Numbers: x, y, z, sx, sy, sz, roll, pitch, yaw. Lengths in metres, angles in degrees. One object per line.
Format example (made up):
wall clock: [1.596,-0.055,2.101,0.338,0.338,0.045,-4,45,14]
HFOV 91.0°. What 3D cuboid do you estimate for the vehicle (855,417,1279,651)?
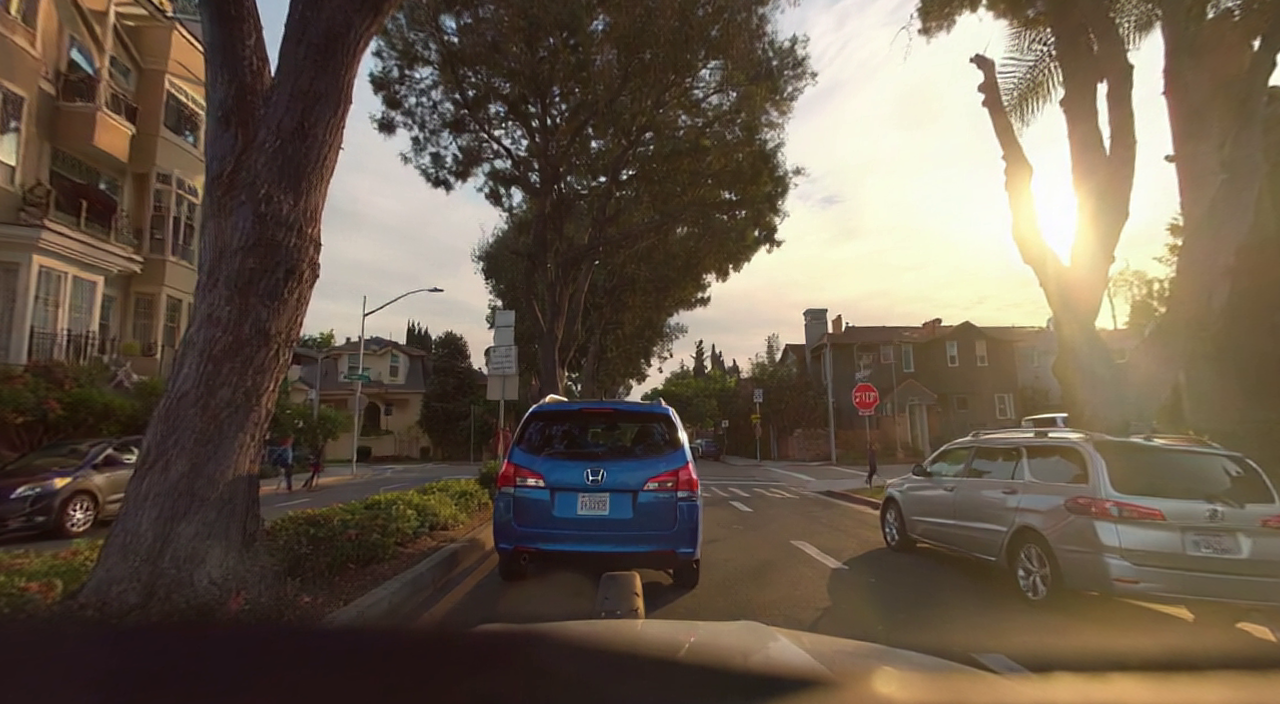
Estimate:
vehicle: [4.217,1.680,6.908,1.959,1.581,4.731,4,-9,-2]

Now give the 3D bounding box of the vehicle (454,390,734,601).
vehicle: [-0.402,1.569,7.768,2.377,1.787,4.652,0,-8,0]

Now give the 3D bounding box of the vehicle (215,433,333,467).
vehicle: [-17.177,4.621,29.702,4.387,1.495,1.811,1,-8,-3]

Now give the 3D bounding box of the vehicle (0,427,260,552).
vehicle: [-8.293,2.020,10.055,1.825,1.532,4.083,-3,-7,2]
